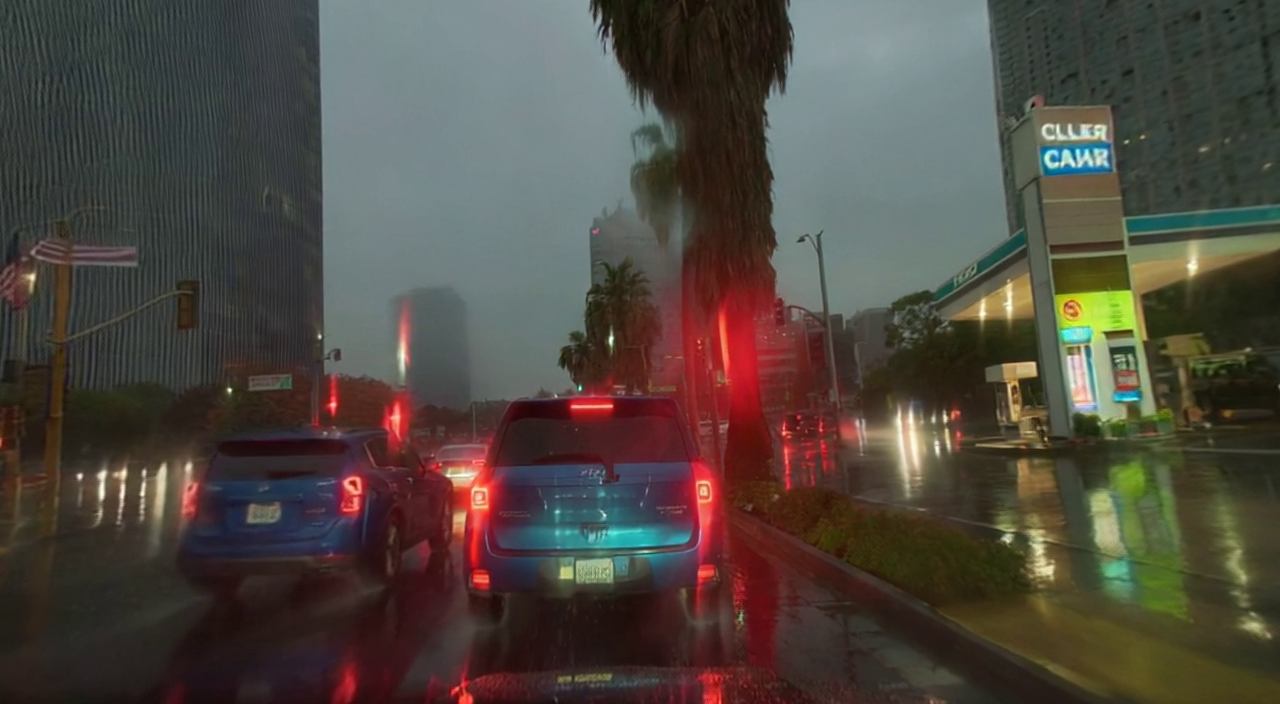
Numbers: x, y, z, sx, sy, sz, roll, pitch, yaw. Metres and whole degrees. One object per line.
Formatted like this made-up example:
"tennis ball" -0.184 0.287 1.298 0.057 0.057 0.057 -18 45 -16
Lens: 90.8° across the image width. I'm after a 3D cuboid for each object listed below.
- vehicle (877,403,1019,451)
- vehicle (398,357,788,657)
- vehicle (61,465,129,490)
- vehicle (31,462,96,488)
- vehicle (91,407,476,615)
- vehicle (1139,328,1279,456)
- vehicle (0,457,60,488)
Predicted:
"vehicle" 13.432 3.326 27.797 5.033 1.999 2.259 0 -8 -4
"vehicle" -0.470 1.340 6.601 2.519 1.913 4.819 0 -8 -5
"vehicle" -38.260 8.789 44.465 2.008 1.528 3.242 0 -8 -6
"vehicle" -40.613 8.637 44.582 1.568 1.425 3.415 -5 -6 -5
"vehicle" -3.598 1.683 7.821 2.097 1.692 5.030 0 -8 -4
"vehicle" 9.994 0.630 8.855 4.374 1.571 1.963 0 -8 -4
"vehicle" -43.119 8.415 44.016 1.951 1.752 3.911 -6 -5 -4
